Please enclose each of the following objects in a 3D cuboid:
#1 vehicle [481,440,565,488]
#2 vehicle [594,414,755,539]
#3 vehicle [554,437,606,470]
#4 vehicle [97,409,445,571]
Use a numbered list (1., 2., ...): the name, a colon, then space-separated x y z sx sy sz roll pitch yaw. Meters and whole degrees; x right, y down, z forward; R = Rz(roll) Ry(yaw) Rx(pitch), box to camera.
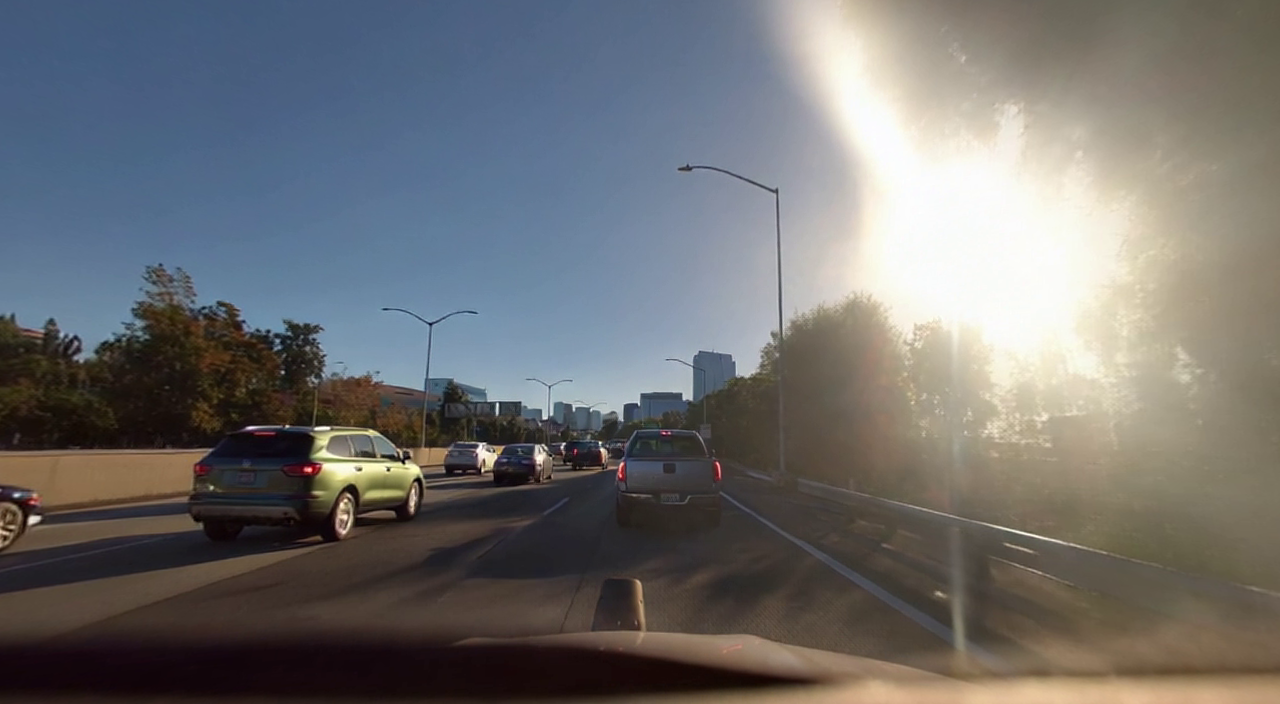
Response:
1. vehicle: -3.880 3.783 21.700 1.868 1.470 4.105 -1 -9 4
2. vehicle: 0.519 2.065 11.052 2.235 1.716 4.435 0 -9 1
3. vehicle: -3.222 5.592 34.990 2.109 1.714 4.472 -1 -9 5
4. vehicle: -4.628 1.792 8.953 2.076 1.688 4.334 -1 -9 4
